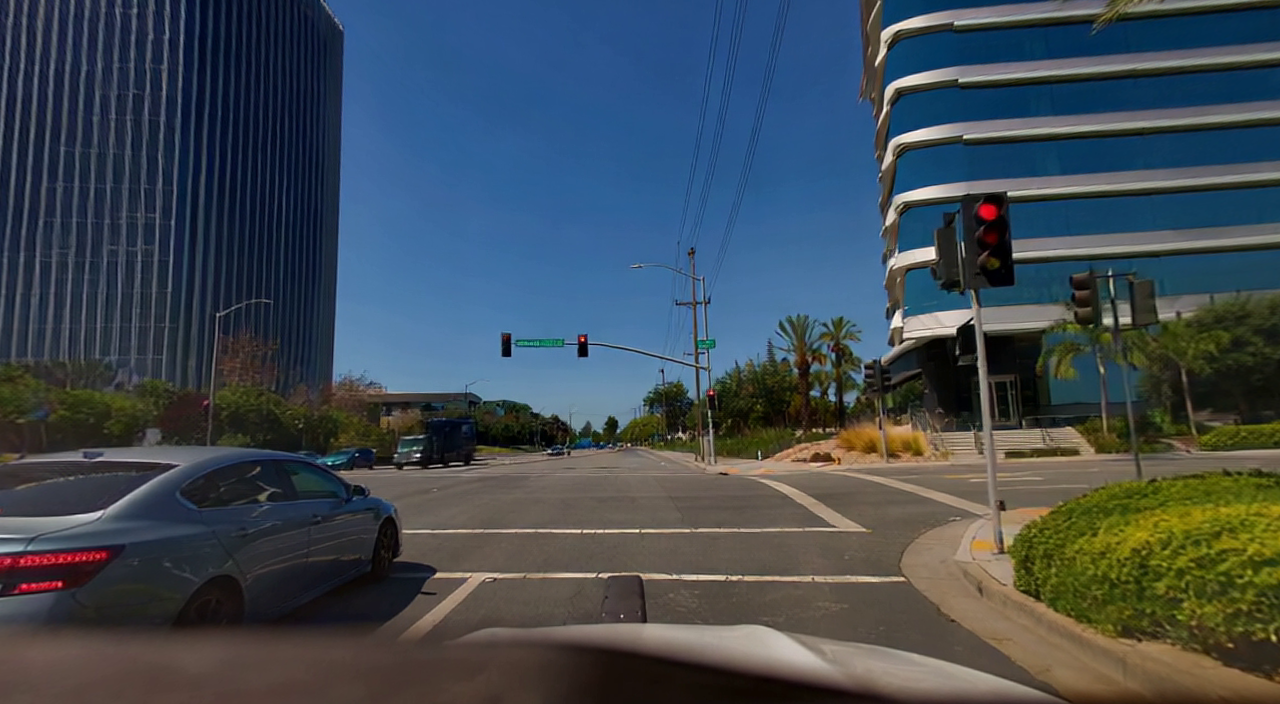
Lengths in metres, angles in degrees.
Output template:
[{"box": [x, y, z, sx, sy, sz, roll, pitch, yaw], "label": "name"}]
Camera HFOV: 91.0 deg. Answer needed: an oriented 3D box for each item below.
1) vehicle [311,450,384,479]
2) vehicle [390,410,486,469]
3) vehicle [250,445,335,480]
[{"box": [-15.357, 5.923, 33.305, 1.875, 1.389, 3.784, 0, -9, 3], "label": "vehicle"}, {"box": [-14.991, 6.757, 48.035, 3.014, 3.949, 11.279, 0, -9, 3], "label": "vehicle"}, {"box": [-19.081, 6.059, 34.844, 2.017, 1.739, 4.569, 0, -9, 1], "label": "vehicle"}]
